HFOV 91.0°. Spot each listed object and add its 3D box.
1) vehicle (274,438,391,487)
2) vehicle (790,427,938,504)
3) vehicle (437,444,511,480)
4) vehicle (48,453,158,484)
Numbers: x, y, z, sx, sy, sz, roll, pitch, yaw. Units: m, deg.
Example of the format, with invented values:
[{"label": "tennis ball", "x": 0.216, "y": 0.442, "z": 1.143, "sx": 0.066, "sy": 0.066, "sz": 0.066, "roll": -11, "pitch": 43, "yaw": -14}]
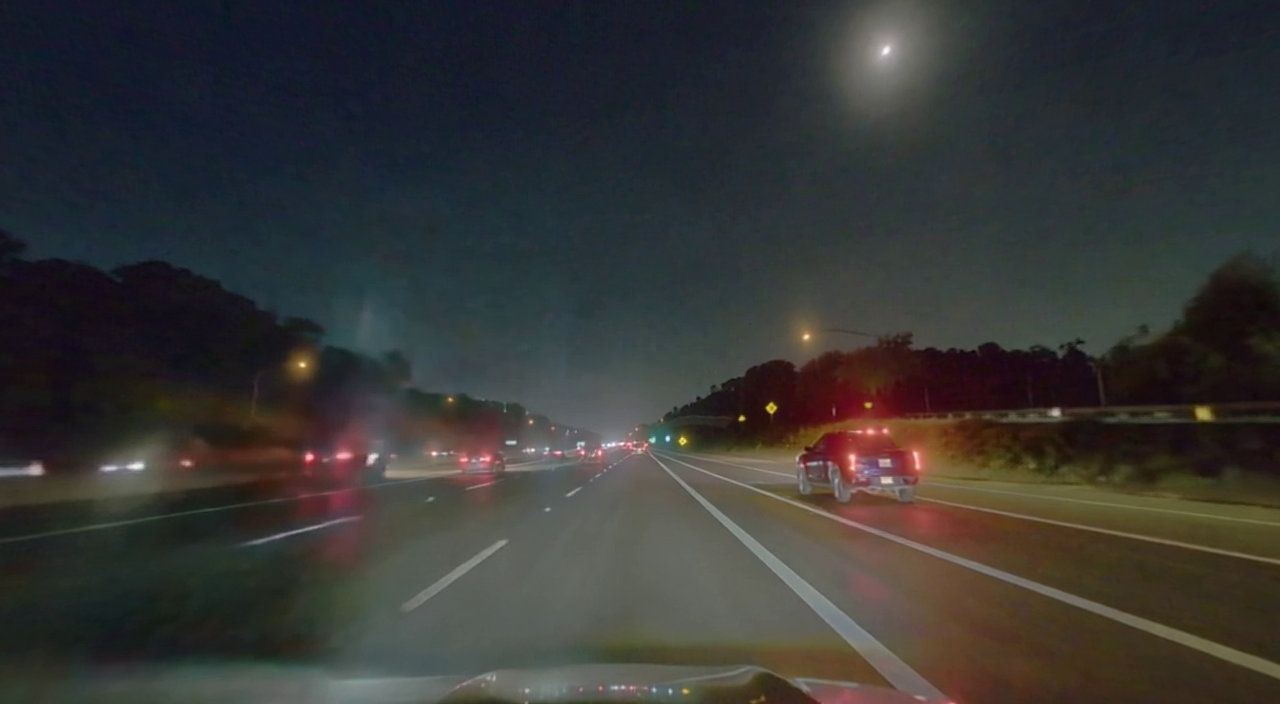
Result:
[{"label": "vehicle", "x": -11.352, "y": 4.101, "z": 23.670, "sx": 2.107, "sy": 1.628, "sz": 4.446, "roll": 0, "pitch": -9, "yaw": 1}, {"label": "vehicle", "x": 5.967, "y": 3.097, "z": 17.596, "sx": 2.259, "sy": 1.816, "sz": 4.862, "roll": 0, "pitch": -9, "yaw": -1}, {"label": "vehicle", "x": -7.490, "y": 4.997, "z": 28.931, "sx": 2.071, "sy": 1.486, "sz": 4.703, "roll": 0, "pitch": -9, "yaw": 1}, {"label": "vehicle", "x": -28.522, "y": 6.172, "z": 33.682, "sx": 1.866, "sy": 1.510, "sz": 4.521, "roll": 0, "pitch": -9, "yaw": 1}]
